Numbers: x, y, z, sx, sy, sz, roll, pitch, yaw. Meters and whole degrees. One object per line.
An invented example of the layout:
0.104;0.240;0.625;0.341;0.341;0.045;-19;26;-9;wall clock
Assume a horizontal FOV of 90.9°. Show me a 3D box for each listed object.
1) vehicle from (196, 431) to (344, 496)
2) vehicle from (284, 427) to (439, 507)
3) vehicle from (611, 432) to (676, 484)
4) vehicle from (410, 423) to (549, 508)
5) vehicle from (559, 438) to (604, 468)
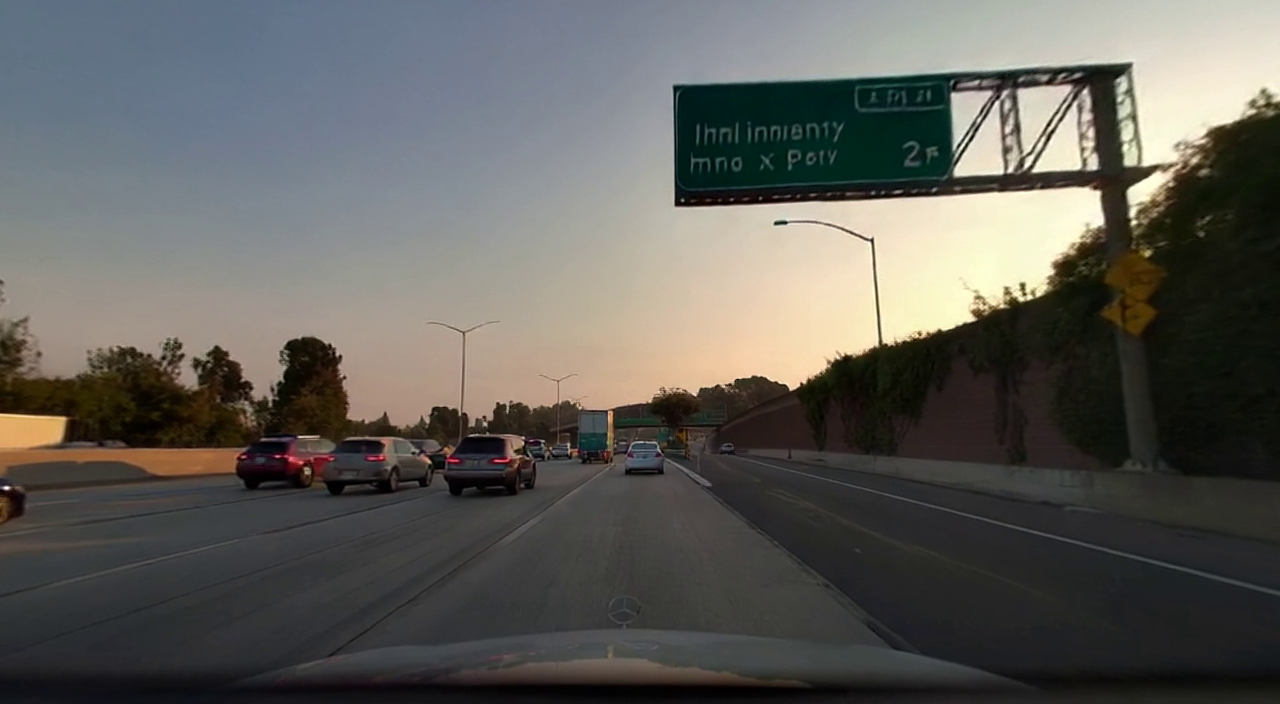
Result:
-11.123;3.369;19.399;1.871;1.747;4.342;0;-8;1;vehicle
-6.947;2.896;16.345;1.998;1.770;4.222;0;-8;1;vehicle
0.162;3.848;23.180;2.180;1.716;3.920;0;-8;1;vehicle
-3.726;2.744;15.667;2.125;1.792;4.466;0;-8;2;vehicle
-3.528;6.161;38.709;2.243;1.683;4.178;0;-8;1;vehicle
